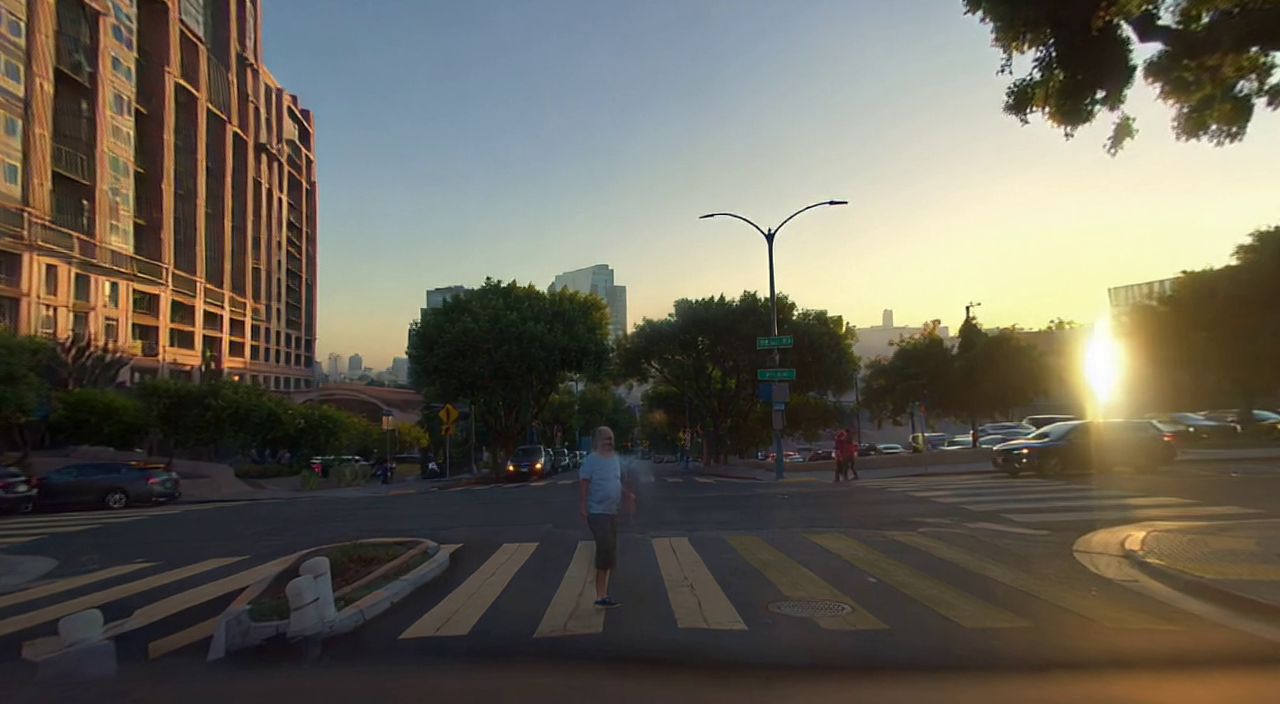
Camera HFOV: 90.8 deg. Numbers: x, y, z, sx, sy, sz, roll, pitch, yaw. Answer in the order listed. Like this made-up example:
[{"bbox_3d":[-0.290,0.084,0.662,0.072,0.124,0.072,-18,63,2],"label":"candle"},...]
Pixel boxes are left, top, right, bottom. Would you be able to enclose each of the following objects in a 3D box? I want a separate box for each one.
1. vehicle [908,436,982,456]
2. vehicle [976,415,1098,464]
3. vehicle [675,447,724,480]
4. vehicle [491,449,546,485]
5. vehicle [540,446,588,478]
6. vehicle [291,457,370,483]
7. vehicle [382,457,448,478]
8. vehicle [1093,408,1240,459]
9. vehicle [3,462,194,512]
[{"bbox_3d":[23.014,7.084,47.767,4.528,1.475,2.070,0,-8,3],"label":"vehicle"},{"bbox_3d":[16.743,3.788,26.992,2.041,1.921,4.574,0,-9,-2],"label":"vehicle"},{"bbox_3d":[3.298,5.986,34.227,1.942,1.603,3.785,0,-8,16],"label":"vehicle"},{"bbox_3d":[-7.616,7.249,40.247,2.193,1.814,5.061,-9,-8,0],"label":"vehicle"},{"bbox_3d":[-4.460,6.536,37.649,2.102,1.768,4.290,-1,-10,3],"label":"vehicle"},{"bbox_3d":[-23.225,8.882,47.471,4.844,1.836,2.117,-1,-8,4],"label":"vehicle"},{"bbox_3d":[-16.793,8.645,47.357,4.203,1.544,1.889,-1,-8,2],"label":"vehicle"},{"bbox_3d":[22.304,3.529,27.140,2.137,1.962,4.988,-1,-8,3],"label":"vehicle"},{"bbox_3d":[-17.315,4.316,20.368,4.439,1.448,1.793,0,-9,0],"label":"vehicle"}]
